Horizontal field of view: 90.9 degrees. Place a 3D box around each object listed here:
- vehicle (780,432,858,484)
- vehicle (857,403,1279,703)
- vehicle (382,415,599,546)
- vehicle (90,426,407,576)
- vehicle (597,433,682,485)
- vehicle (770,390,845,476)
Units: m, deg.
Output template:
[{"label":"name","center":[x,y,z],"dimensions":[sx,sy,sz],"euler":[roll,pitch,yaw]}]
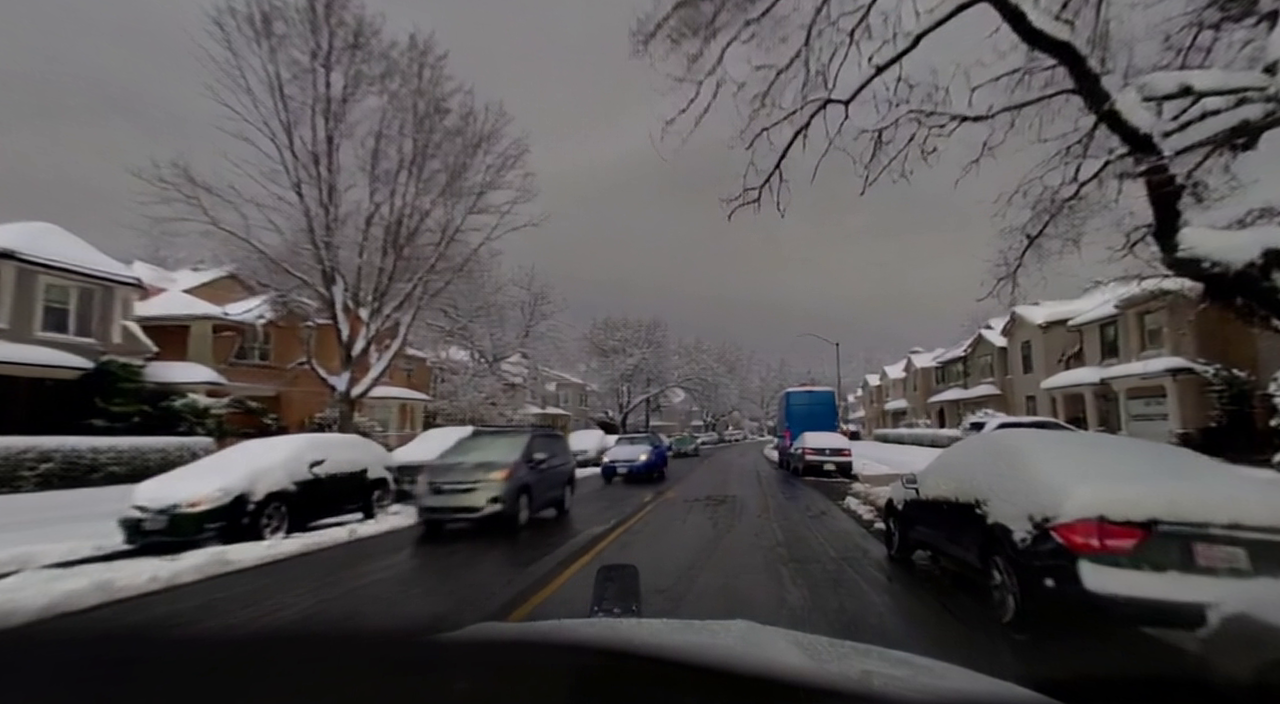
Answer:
[{"label":"vehicle","center":[5.748,3.404,20.766],"dimensions":[1.955,1.500,4.410],"euler":[-1,-8,9]},{"label":"vehicle","center":[3.439,1.326,5.562],"dimensions":[2.052,1.499,4.699],"euler":[-1,-8,9]},{"label":"vehicle","center":[-2.134,1.966,10.452],"dimensions":[1.959,1.670,4.255],"euler":[-2,-8,10]},{"label":"vehicle","center":[-4.997,1.857,8.791],"dimensions":[1.828,1.488,3.785],"euler":[-3,-6,5]},{"label":"vehicle","center":[0.088,3.401,20.477],"dimensions":[1.889,1.505,3.849],"euler":[-2,-8,13]},{"label":"vehicle","center":[6.745,3.379,26.154],"dimensions":[2.317,3.096,6.383],"euler":[-1,-8,9]}]
